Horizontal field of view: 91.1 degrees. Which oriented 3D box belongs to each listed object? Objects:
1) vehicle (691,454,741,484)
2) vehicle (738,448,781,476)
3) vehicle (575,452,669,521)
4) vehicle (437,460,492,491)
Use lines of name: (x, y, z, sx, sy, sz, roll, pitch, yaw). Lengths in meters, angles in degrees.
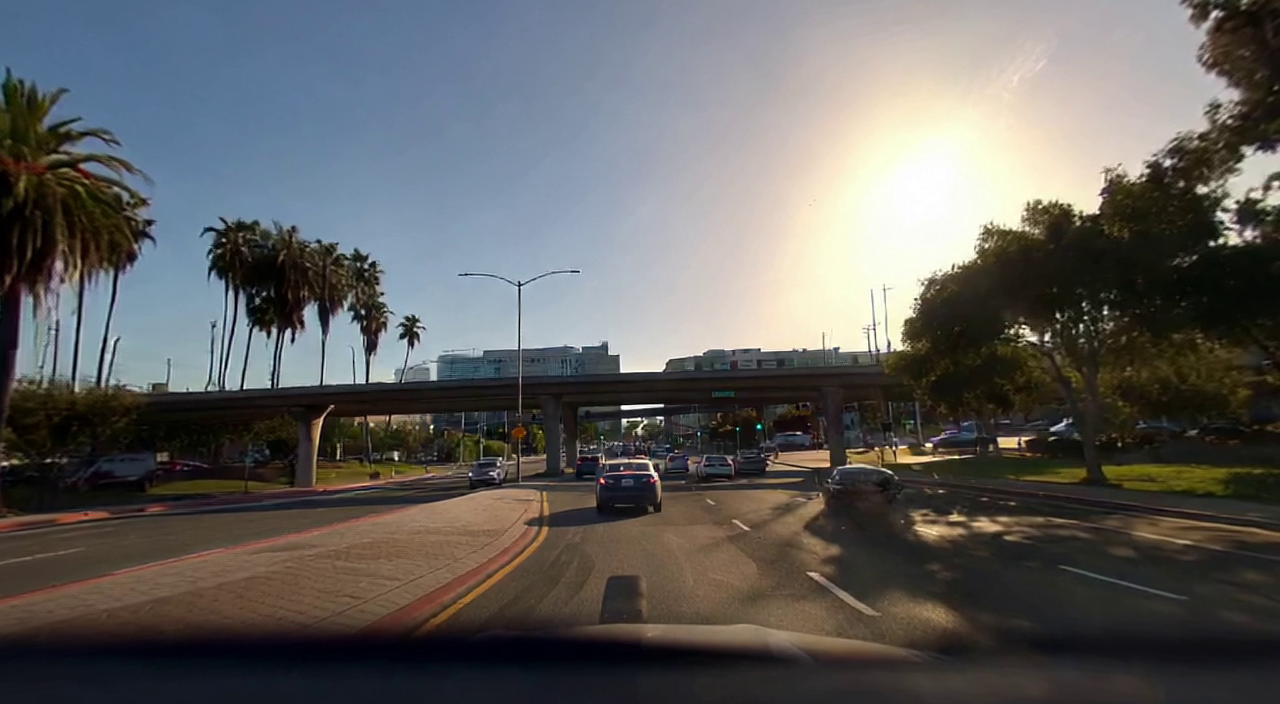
vehicle: (4.149, 6.472, 34.986, 2.119, 1.509, 4.495, 0, -9, -1)
vehicle: (8.239, 7.625, 43.743, 2.027, 1.780, 4.518, 0, -9, 0)
vehicle: (-0.468, 3.377, 16.264, 2.111, 1.506, 4.018, 0, -9, -2)
vehicle: (-9.765, 6.898, 35.311, 1.937, 1.521, 4.523, 0, -9, -2)
